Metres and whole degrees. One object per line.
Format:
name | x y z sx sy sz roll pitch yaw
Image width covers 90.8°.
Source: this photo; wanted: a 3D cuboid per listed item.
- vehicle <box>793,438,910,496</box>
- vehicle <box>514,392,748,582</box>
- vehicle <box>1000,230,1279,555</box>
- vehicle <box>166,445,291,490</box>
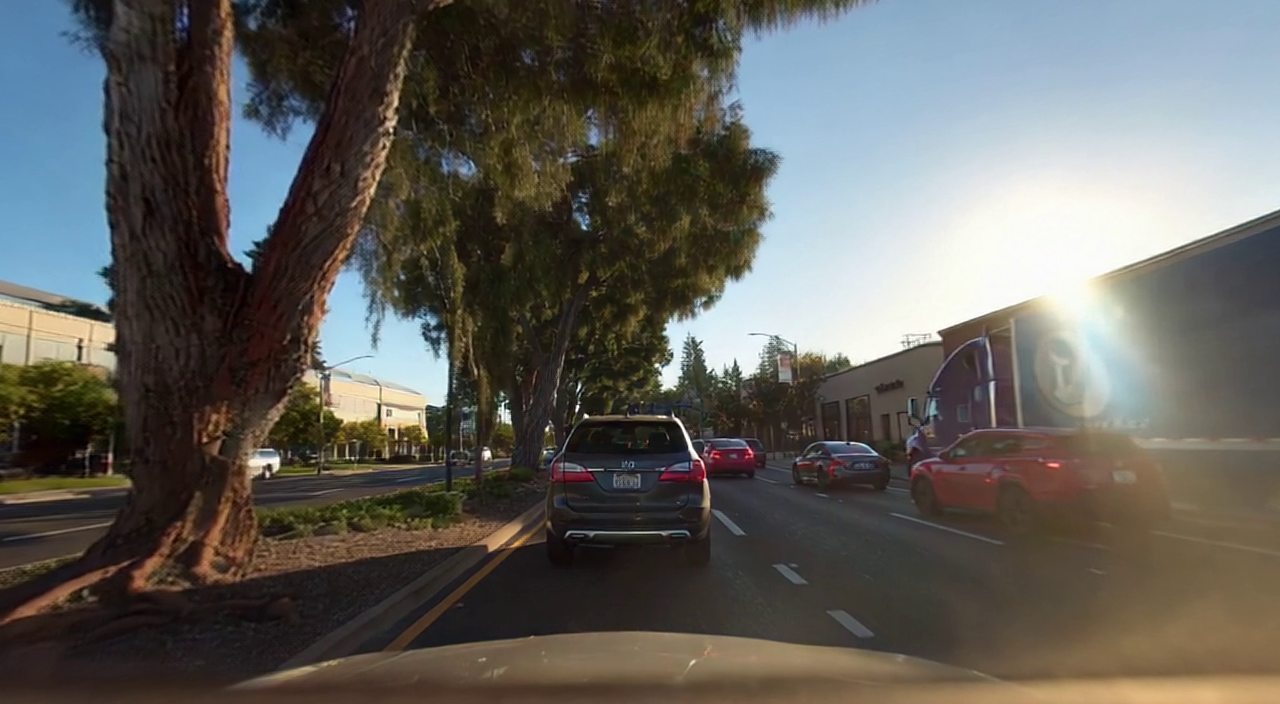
vehicle | 6.250 3.452 19.327 2.035 1.553 4.465 0 -9 0
vehicle | -0.124 1.659 8.463 2.320 1.880 4.192 0 -9 -1
vehicle | 9.976 0.169 5.977 2.879 4.284 17.334 0 -9 0
vehicle | -19.269 5.405 29.994 2.302 1.939 5.221 0 -9 1
